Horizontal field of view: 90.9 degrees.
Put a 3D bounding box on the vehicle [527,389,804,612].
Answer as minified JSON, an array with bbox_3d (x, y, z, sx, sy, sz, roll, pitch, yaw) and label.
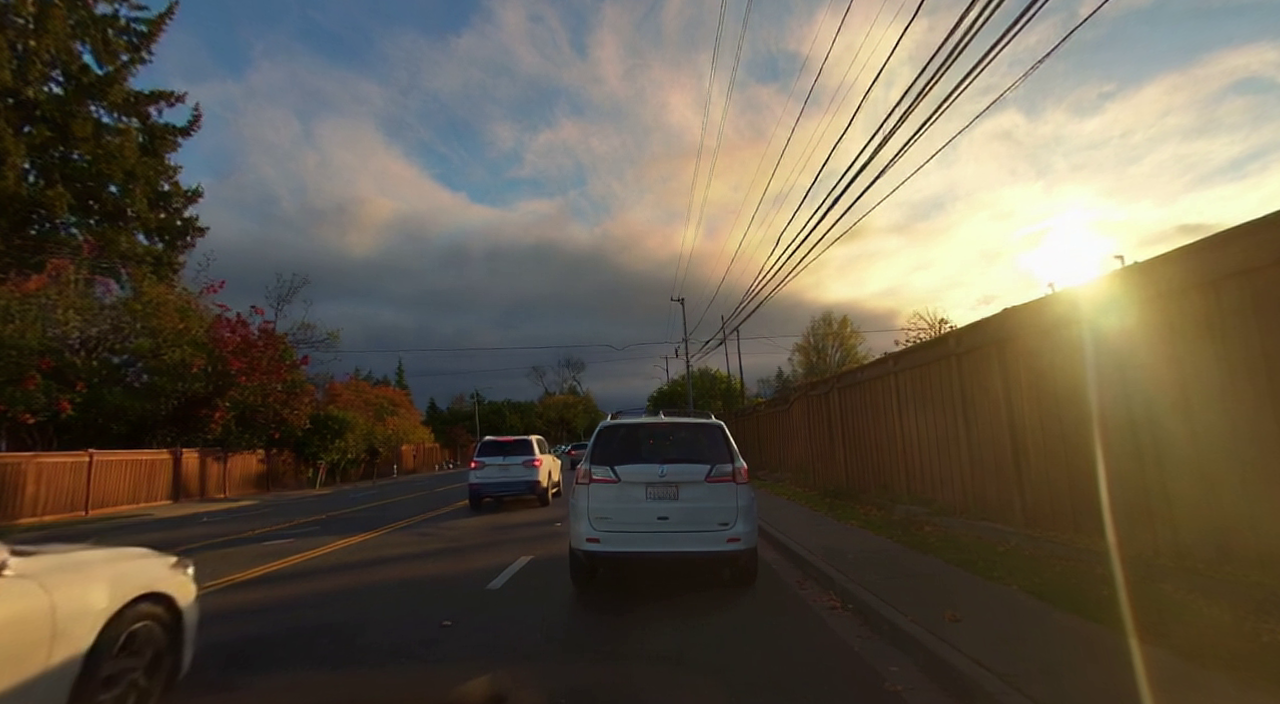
[{"bbox_3d":[0.199,1.482,7.115,2.174,1.749,4.113,0,-9,0],"label":"vehicle"}]

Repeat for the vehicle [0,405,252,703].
[{"bbox_3d":[-3.195,0.828,1.439,1.979,1.489,4.006,0,-9,1],"label":"vehicle"}]

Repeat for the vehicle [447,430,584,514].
[{"bbox_3d":[-2.693,2.744,14.952,2.176,1.653,4.666,0,-9,2],"label":"vehicle"}]
